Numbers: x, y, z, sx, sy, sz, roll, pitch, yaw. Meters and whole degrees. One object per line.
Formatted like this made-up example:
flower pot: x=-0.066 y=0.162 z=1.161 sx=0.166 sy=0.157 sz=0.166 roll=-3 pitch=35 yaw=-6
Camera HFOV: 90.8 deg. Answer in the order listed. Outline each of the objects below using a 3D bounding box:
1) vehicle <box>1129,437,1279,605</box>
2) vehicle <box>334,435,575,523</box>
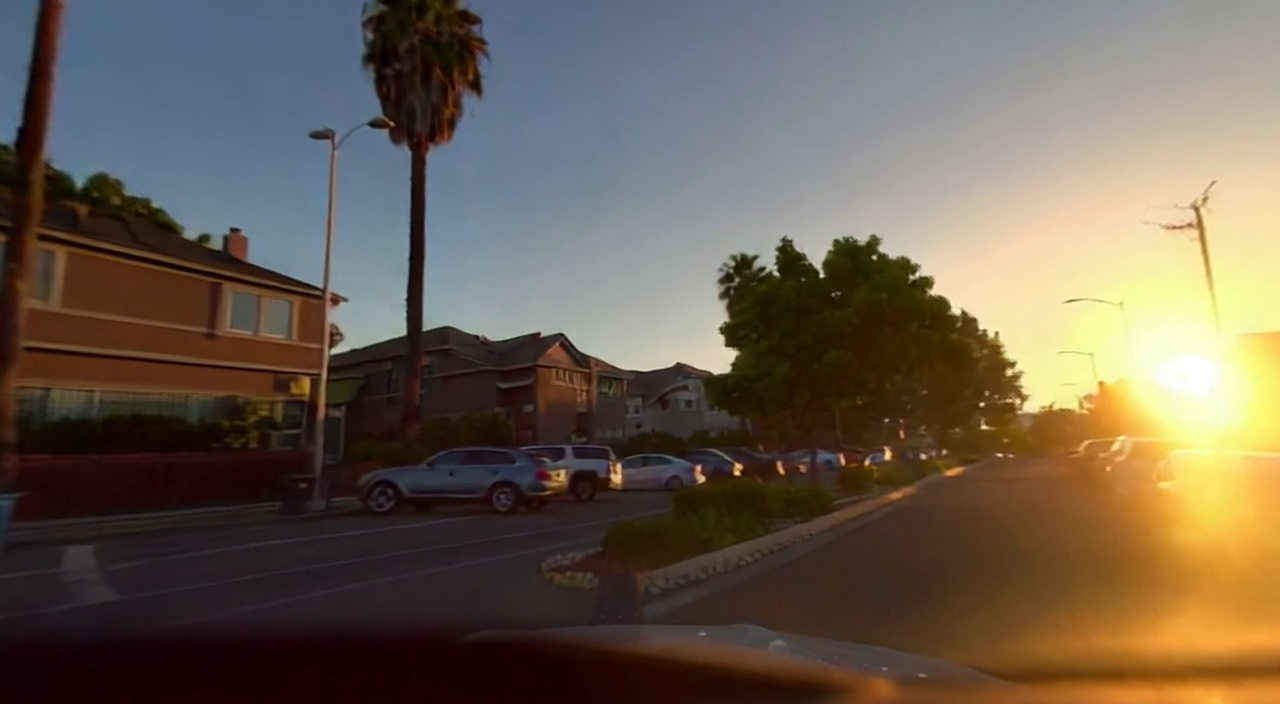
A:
vehicle: x=7.303 y=1.772 z=7.492 sx=2.001 sy=1.461 sz=4.492 roll=-6 pitch=-9 yaw=34
vehicle: x=-4.123 y=2.803 z=14.348 sx=4.866 sy=1.752 sz=1.998 roll=-3 pitch=-8 yaw=14
